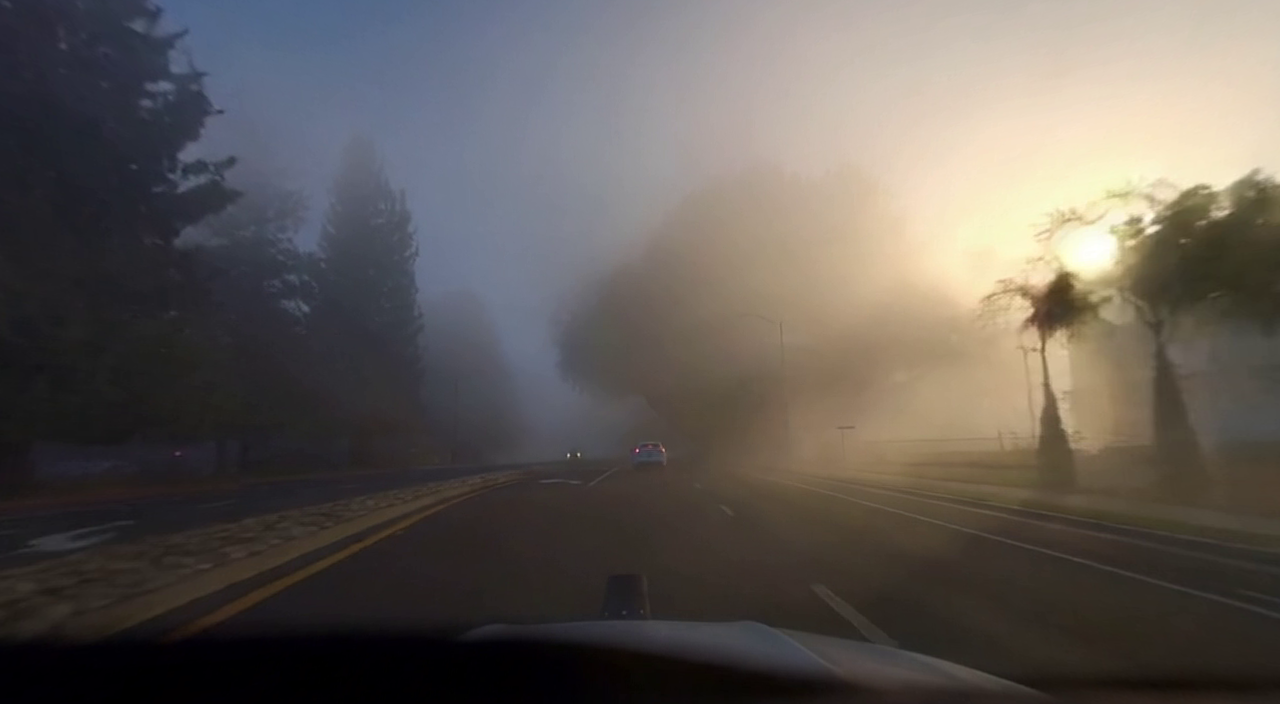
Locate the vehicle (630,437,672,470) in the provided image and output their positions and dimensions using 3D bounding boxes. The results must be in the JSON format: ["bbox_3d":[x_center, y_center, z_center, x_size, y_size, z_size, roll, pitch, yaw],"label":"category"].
[{"bbox_3d":[0.568,5.868,36.487,2.165,1.783,4.391,0,-9,-2],"label":"vehicle"}]
